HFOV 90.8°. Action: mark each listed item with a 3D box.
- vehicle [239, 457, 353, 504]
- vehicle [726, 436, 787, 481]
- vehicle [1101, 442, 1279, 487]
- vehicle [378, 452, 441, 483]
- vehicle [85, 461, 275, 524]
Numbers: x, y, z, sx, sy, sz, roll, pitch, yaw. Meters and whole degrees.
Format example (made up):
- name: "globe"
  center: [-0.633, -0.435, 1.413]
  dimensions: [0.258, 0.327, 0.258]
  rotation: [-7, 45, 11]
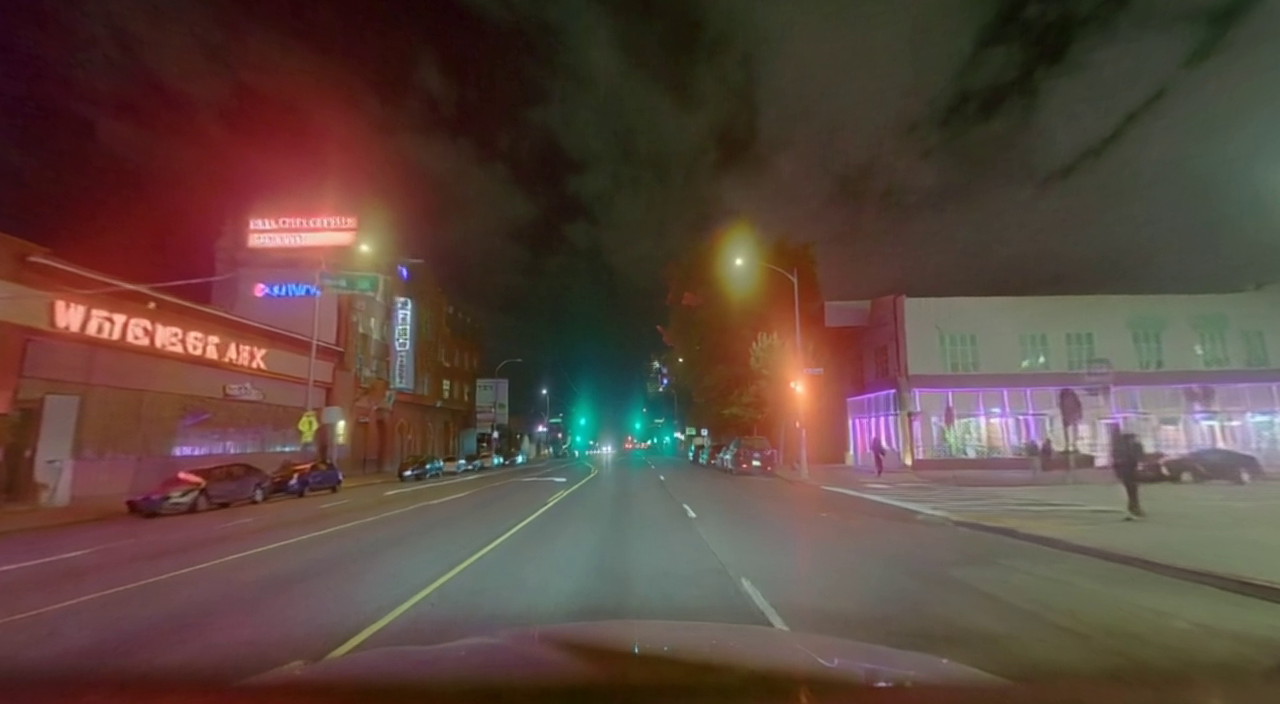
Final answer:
- name: "vehicle"
  center: [-12.462, 4.655, 23.247]
  dimensions: [1.842, 1.461, 4.371]
  rotation: [0, -9, -2]
- name: "vehicle"
  center: [5.538, 5.132, 30.636]
  dimensions: [2.010, 1.943, 4.319]
  rotation: [-2, -9, -1]
- name: "vehicle"
  center: [19.251, 3.898, 22.061]
  dimensions: [4.647, 1.476, 2.034]
  rotation: [0, -9, 0]
- name: "vehicle"
  center: [-12.498, 6.276, 34.494]
  dimensions: [1.804, 1.533, 4.121]
  rotation: [0, -9, 1]
- name: "vehicle"
  center: [-12.663, 3.860, 17.861]
  dimensions: [1.945, 1.451, 4.522]
  rotation: [0, -9, 0]
